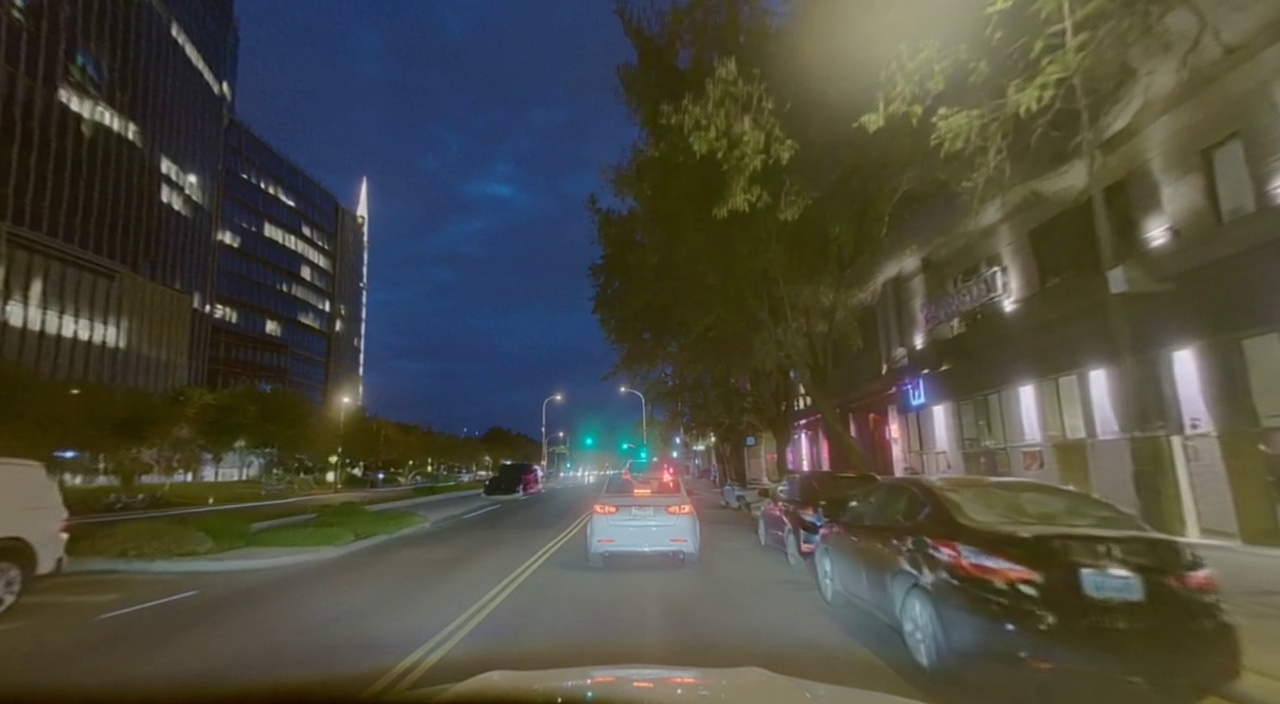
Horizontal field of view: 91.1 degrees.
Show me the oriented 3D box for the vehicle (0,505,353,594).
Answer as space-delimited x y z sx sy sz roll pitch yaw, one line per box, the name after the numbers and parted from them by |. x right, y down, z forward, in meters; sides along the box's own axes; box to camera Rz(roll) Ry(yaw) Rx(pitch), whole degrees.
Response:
-6.858 3.028 10.171 2.223 0.774 4.789 1 -10 0 | vehicle

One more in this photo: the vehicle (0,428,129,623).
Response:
-6.724 1.405 4.690 1.994 1.701 4.520 -3 -12 -1 | vehicle

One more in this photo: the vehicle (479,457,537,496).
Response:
-6.600 6.342 31.846 2.024 1.654 4.396 -3 -12 -1 | vehicle

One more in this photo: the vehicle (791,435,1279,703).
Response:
2.665 1.589 5.186 1.884 1.566 4.018 1 -10 1 | vehicle

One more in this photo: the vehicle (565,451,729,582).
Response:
0.088 2.382 9.683 2.018 1.583 3.646 1 -10 0 | vehicle
